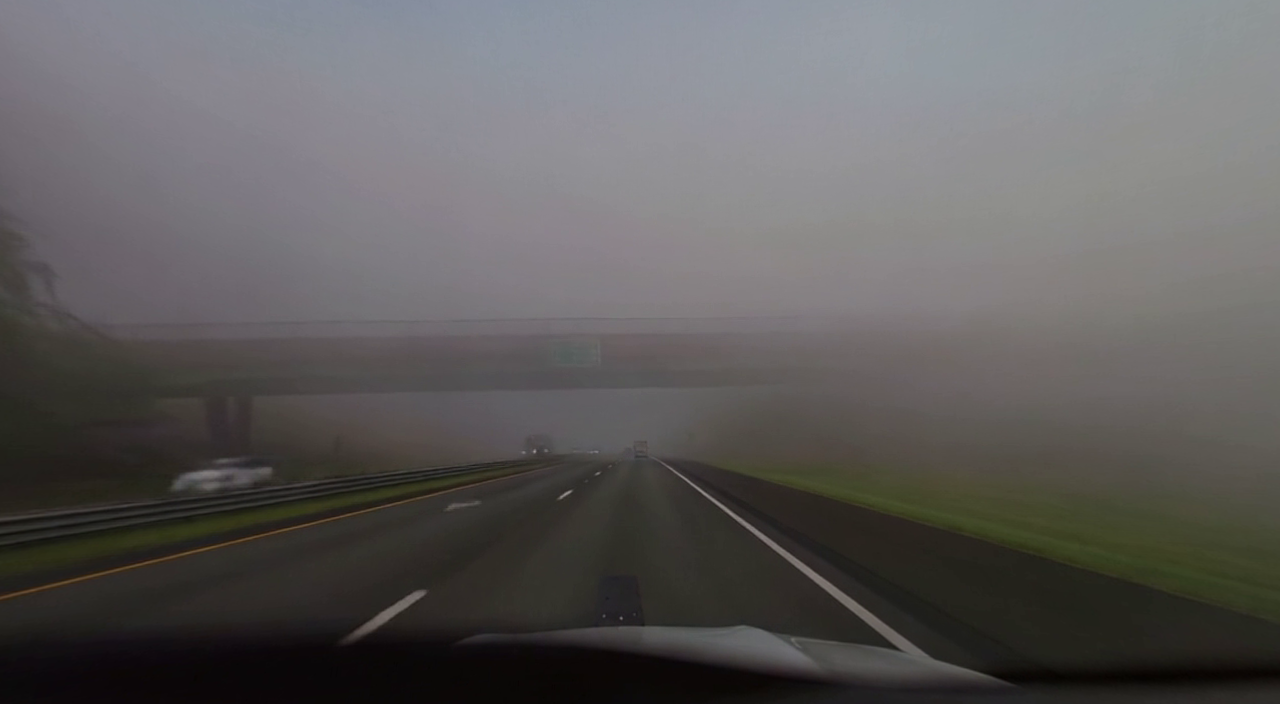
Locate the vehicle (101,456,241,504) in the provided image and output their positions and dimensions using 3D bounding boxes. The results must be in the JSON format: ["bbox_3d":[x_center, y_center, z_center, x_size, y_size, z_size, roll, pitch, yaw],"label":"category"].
[{"bbox_3d":[-16.793,4.571,22.899,1.833,1.476,4.198,0,-9,0],"label":"vehicle"}]
